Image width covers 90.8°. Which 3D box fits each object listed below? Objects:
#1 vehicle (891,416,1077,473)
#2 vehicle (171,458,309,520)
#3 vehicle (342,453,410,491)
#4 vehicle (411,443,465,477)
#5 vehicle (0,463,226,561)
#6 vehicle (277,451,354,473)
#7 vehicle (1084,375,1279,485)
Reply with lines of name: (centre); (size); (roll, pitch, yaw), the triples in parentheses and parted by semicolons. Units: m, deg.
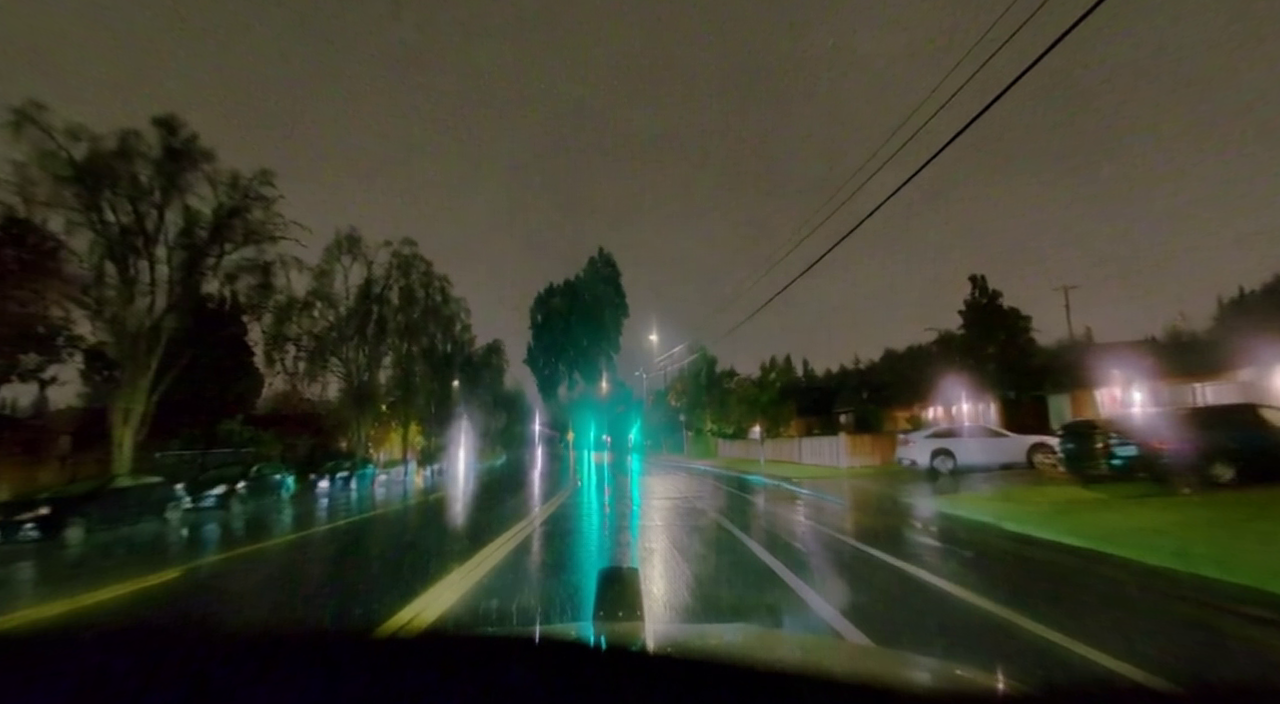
vehicle: (10.991, 2.998, 20.475); (4.760, 1.738, 2.052); (0, -8, 0)
vehicle: (-11.218, 3.822, 18.013); (1.586, 1.433, 3.485); (1, -8, 0)
vehicle: (-11.907, 5.394, 28.761); (1.750, 1.471, 3.960); (2, -8, -7)
vehicle: (-12.916, 6.905, 40.725); (2.190, 1.789, 5.477); (-4, -7, -6)
vehicle: (-10.974, 3.096, 12.970); (1.922, 1.496, 4.598); (0, -8, -2)
vehicle: (-23.109, 7.851, 45.059); (4.435, 1.472, 1.870); (0, -8, 0)
vehicle: (12.604, 1.561, 12.517); (5.437, 1.931, 2.837); (0, -8, 1)
